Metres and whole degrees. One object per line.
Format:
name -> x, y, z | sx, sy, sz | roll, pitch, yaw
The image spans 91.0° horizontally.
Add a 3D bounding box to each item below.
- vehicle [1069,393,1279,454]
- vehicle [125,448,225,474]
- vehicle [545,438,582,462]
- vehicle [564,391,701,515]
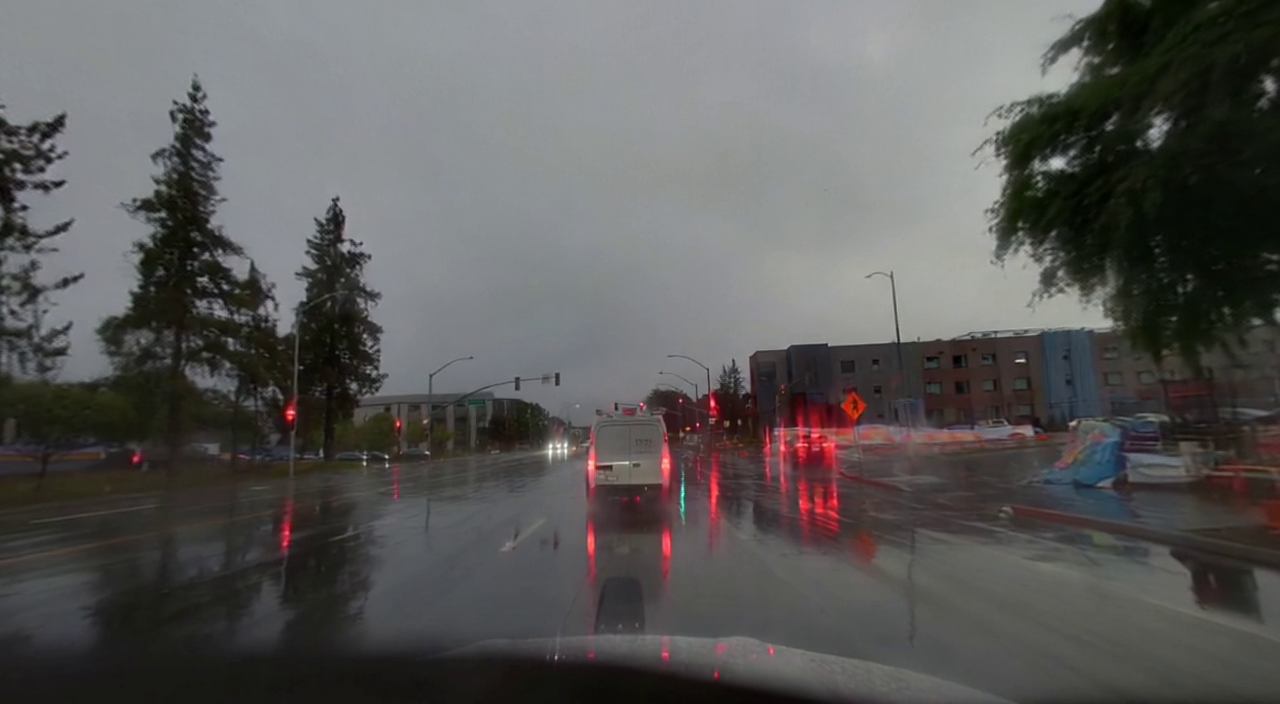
vehicle -> 14.806, 2.015, 17.194 | 4.986, 1.467, 2.025 | -6, -10, 34
vehicle -> -36.048, 8.425, 48.948 | 5.755, 1.945, 2.403 | 0, -8, -1
vehicle -> -5.920, 7.612, 49.105 | 2.068, 1.750, 4.361 | -1, -8, 3
vehicle -> -0.277, 2.158, 13.798 | 2.350, 2.122, 5.801 | 0, -8, -3
